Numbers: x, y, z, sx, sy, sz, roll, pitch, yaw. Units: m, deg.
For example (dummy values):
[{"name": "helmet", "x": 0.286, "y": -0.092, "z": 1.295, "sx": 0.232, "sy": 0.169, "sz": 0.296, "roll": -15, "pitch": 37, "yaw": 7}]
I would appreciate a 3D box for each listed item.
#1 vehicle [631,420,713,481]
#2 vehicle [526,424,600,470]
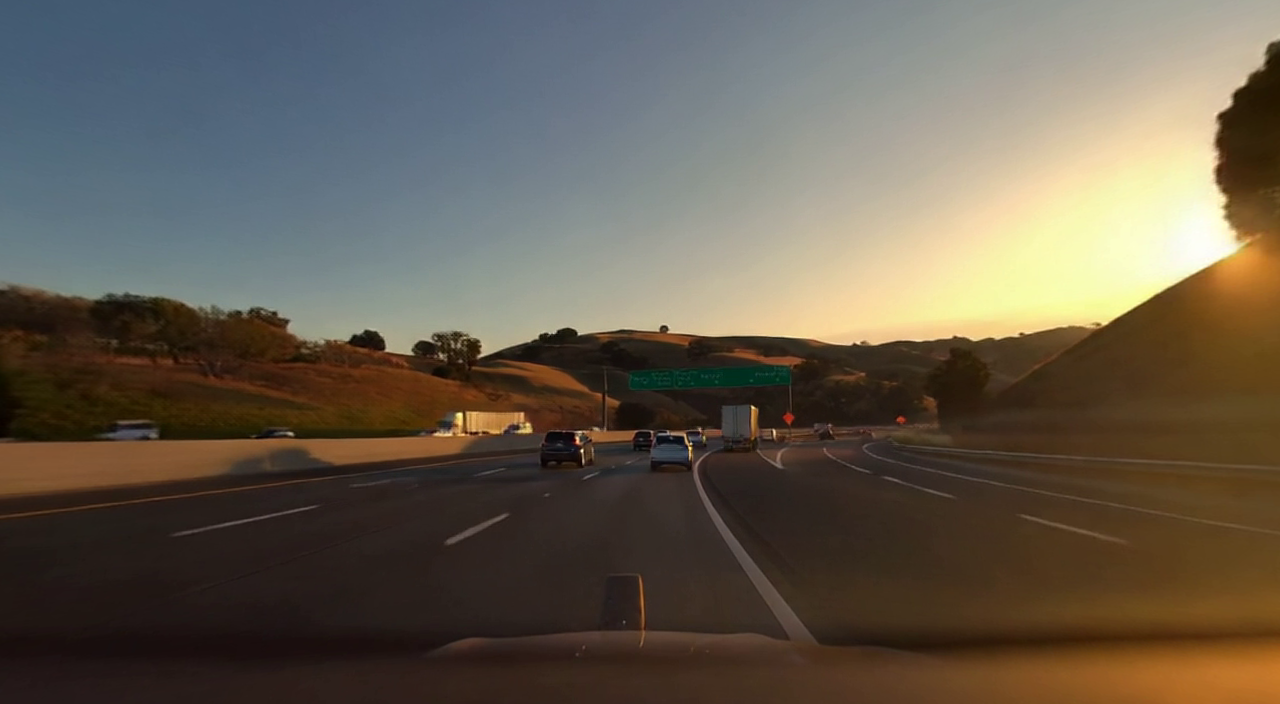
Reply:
[{"name": "vehicle", "x": 1.121, "y": 3.321, "z": 21.414, "sx": 2.484, "sy": 1.820, "sz": 4.497, "roll": -1, "pitch": -8, "yaw": 4}, {"name": "vehicle", "x": -3.005, "y": 3.854, "z": 25.705, "sx": 2.077, "sy": 1.712, "sz": 4.406, "roll": -1, "pitch": -8, "yaw": 5}]
